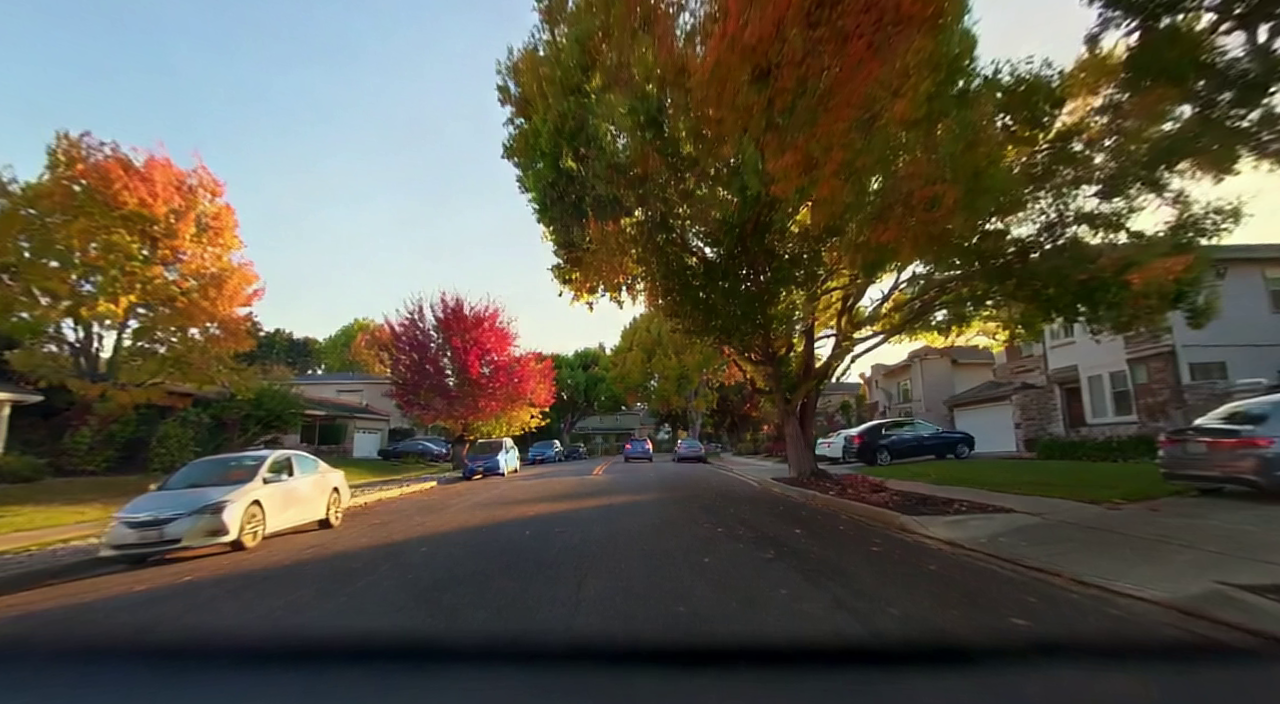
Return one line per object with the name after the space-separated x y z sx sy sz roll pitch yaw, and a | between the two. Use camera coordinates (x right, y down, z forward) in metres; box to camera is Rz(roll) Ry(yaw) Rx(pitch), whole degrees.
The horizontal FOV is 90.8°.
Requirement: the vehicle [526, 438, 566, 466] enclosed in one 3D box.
-6.743 7.273 45.853 2.235 1.851 4.662 -2 -9 -1 | vehicle

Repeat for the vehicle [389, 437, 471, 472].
-12.953 6.337 39.149 4.461 1.717 1.936 -4 -7 -5 | vehicle

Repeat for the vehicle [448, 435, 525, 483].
-6.533 4.562 27.426 2.254 1.773 4.795 -2 -7 -2 | vehicle

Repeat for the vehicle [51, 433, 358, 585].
-6.110 2.133 9.600 2.007 1.662 3.951 -2 -7 -2 | vehicle

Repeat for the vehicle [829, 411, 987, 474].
9.868 3.354 23.516 4.813 1.914 2.041 -3 -9 -4 | vehicle

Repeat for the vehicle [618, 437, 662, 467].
-0.080 5.273 33.494 2.192 1.474 4.192 0 -9 -2 | vehicle

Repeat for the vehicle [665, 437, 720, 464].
3.083 5.934 38.078 2.429 1.502 4.474 1 -9 -7 | vehicle

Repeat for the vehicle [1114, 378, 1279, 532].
10.071 1.270 8.932 4.908 1.846 2.143 -4 -9 -2 | vehicle
